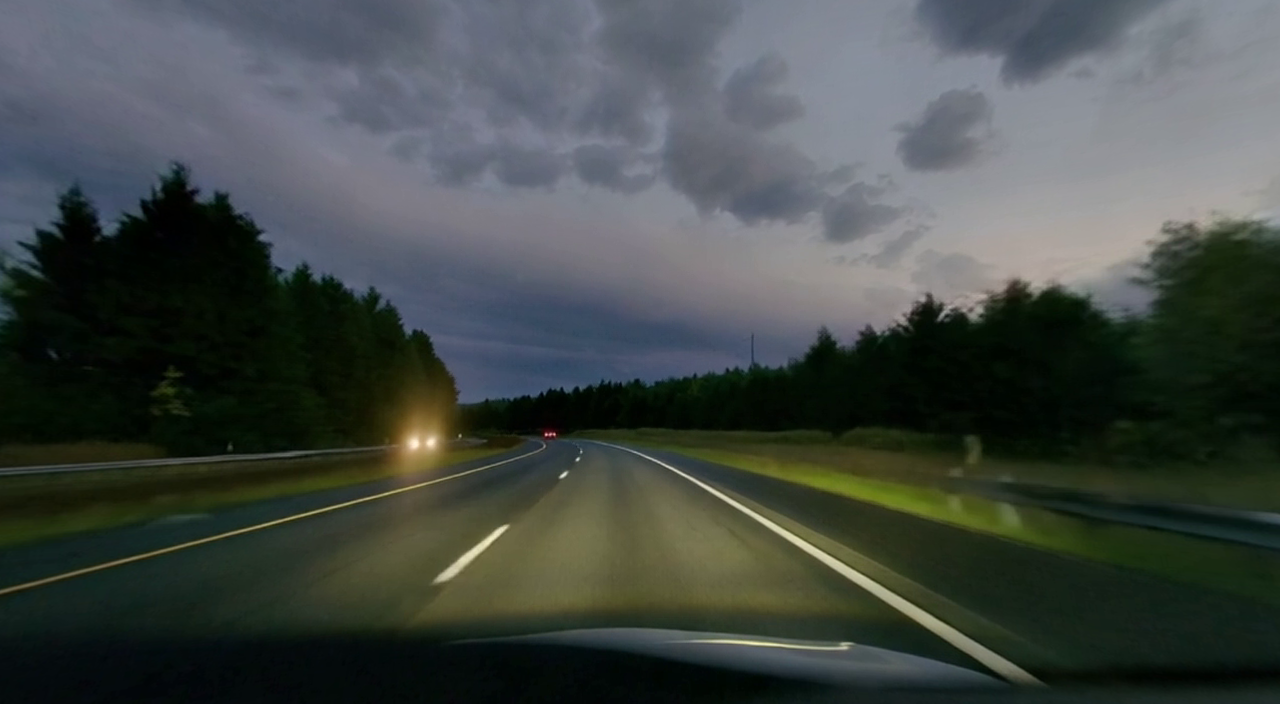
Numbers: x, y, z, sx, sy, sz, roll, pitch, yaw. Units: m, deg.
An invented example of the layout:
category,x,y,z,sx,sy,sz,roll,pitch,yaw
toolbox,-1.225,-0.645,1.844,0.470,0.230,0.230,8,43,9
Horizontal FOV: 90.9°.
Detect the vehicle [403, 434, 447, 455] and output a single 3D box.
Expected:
category,x,y,z,sx,sy,sz,roll,pitch,yaw
vehicle,-16.785,7.219,49.455,2.206,1.596,4.262,0,-8,-5
